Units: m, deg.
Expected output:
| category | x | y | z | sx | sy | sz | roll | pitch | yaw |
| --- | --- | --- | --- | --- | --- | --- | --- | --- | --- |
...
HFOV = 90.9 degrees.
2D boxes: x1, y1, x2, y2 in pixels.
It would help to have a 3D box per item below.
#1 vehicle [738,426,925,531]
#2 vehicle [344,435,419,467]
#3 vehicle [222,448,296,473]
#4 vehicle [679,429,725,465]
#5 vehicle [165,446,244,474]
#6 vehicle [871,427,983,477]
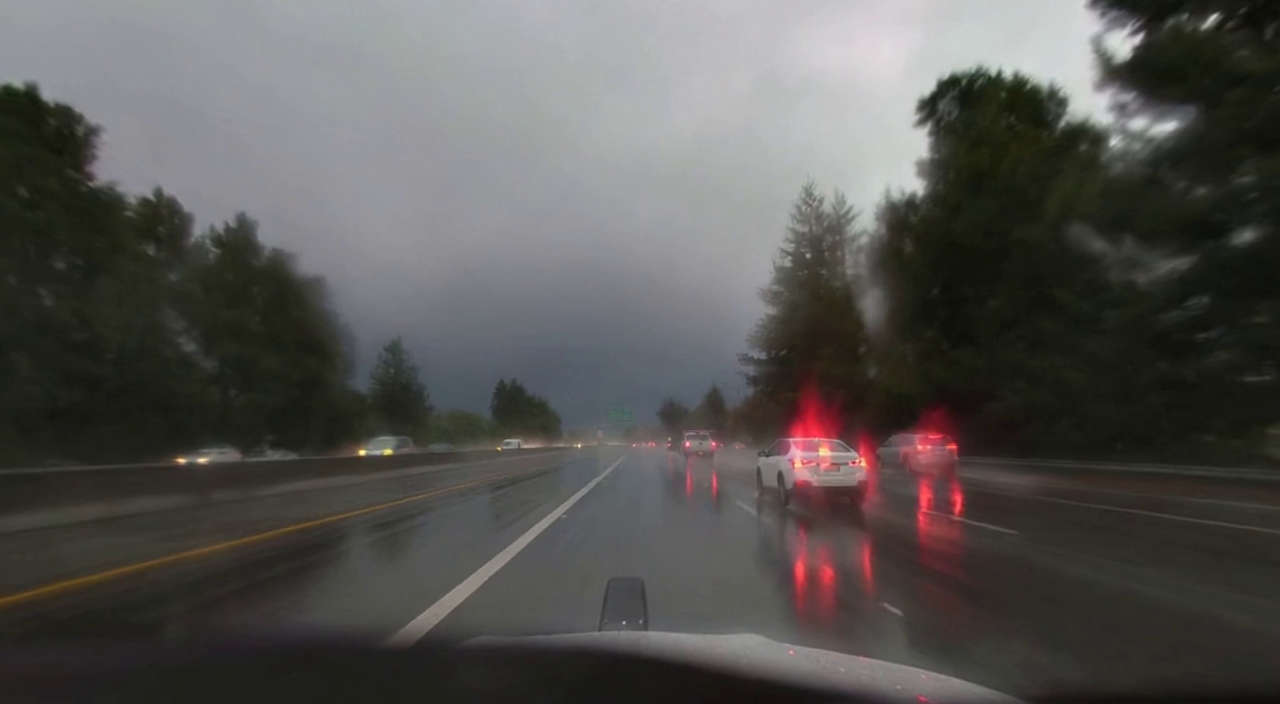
| category | x | y | z | sx | sy | sz | roll | pitch | yaw |
| --- | --- | --- | --- | --- | --- | --- | --- | --- | --- |
| vehicle | 3.226 | 2.229 | 11.809 | 1.978 | 1.535 | 4.705 | 0 | -8 | -1 |
| vehicle | -17.898 | 6.895 | 44.172 | 2.550 | 2.068 | 6.244 | 0 | -8 | 1 |
| vehicle | -24.672 | 6.998 | 41.025 | 1.862 | 1.471 | 4.662 | 0 | -8 | 1 |
| vehicle | 3.689 | 5.772 | 38.428 | 2.218 | 1.964 | 5.662 | 0 | -8 | 0 |
| vehicle | -29.275 | 7.253 | 42.591 | 1.919 | 1.711 | 4.710 | 0 | -8 | 0 |
| vehicle | 11.507 | 4.050 | 25.776 | 2.084 | 1.786 | 5.065 | 0 | -8 | -1 |
